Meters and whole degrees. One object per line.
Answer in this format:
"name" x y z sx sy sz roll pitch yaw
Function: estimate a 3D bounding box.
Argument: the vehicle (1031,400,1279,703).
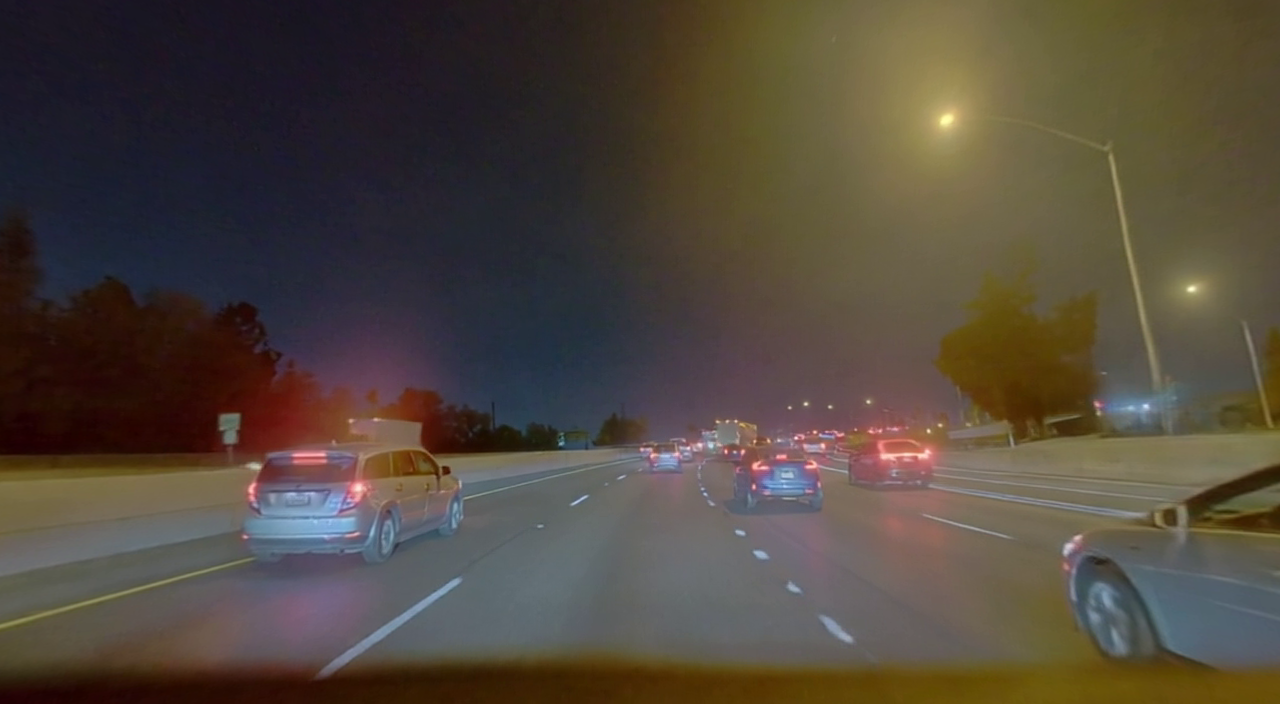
"vehicle" 3.334 0.778 1.331 2.014 1.489 4.696 0 -9 0

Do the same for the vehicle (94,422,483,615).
"vehicle" -3.454 1.714 7.461 1.937 1.558 4.469 0 -9 1

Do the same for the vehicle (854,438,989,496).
"vehicle" 8.236 3.407 18.996 2.014 1.506 4.626 0 -9 2

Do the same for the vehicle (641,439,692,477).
"vehicle" 1.224 4.862 29.012 2.201 1.614 3.803 0 -9 3

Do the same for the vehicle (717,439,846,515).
"vehicle" 3.100 2.852 14.852 2.009 1.489 4.559 0 -9 0
